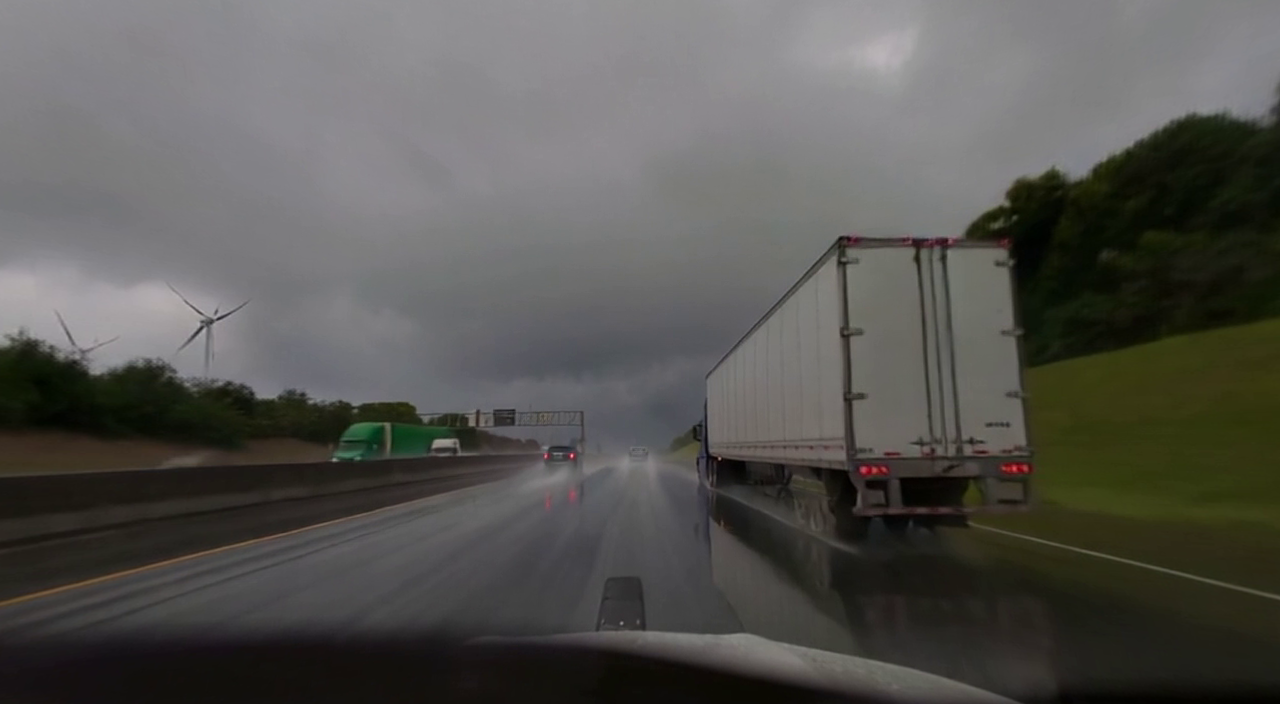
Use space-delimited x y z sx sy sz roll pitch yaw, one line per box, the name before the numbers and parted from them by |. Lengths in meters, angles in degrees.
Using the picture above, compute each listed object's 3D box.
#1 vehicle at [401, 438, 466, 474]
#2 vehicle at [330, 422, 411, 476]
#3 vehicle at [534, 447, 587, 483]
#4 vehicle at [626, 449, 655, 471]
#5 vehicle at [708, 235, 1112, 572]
vehicle | -15.608 7.896 48.257 2.615 2.529 6.897 0 -9 1
vehicle | -19.659 7.134 46.533 3.082 3.667 6.615 0 -9 -1
vehicle | -3.622 5.221 29.465 1.952 1.521 4.095 0 -9 0
vehicle | 0.009 7.416 43.550 1.931 1.453 3.695 0 -9 -1
vehicle | 3.836 1.565 14.189 2.947 3.989 13.568 0 -9 -1
